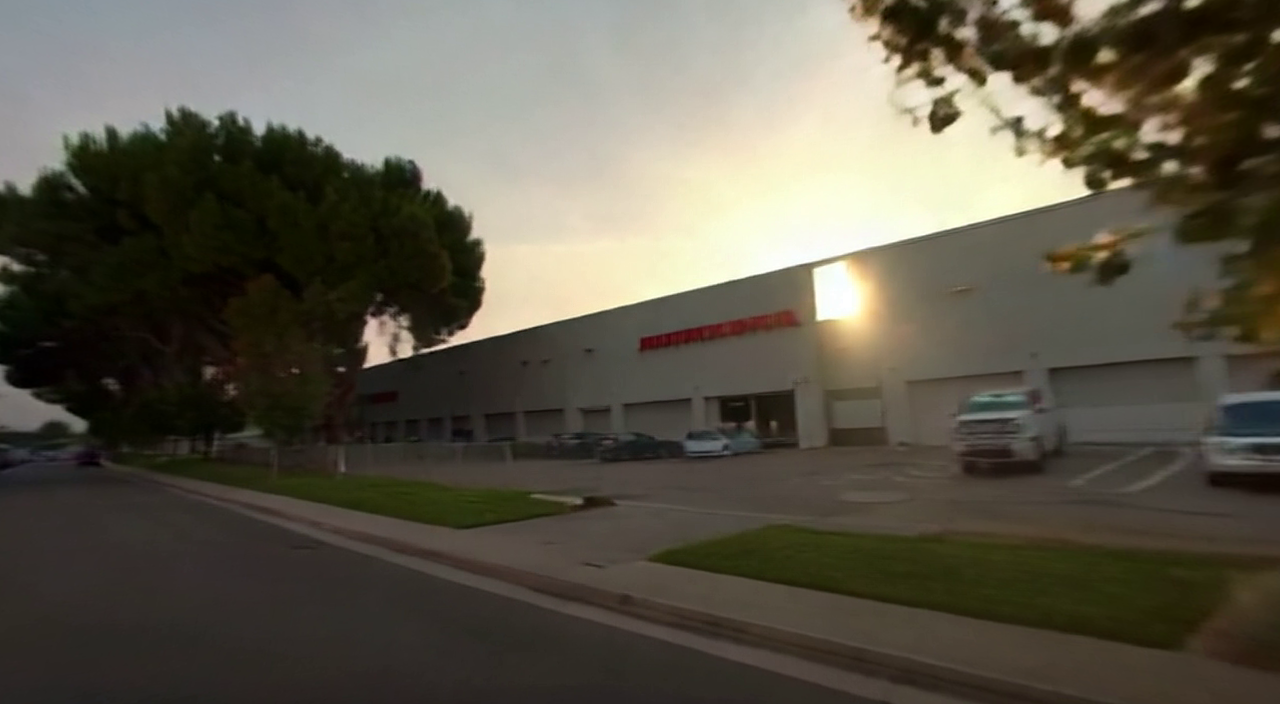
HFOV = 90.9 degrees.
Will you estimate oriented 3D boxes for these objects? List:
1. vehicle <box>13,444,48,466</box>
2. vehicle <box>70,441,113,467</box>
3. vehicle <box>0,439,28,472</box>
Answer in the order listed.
[{"bbox_3d":[-48.133,8.076,49.780,1.773,1.535,3.979,5,-9,-42],"label":"vehicle"},{"bbox_3d":[-41.194,7.606,47.289,2.091,1.859,4.194,7,-10,-43],"label":"vehicle"},{"bbox_3d":[-39.869,6.552,39.388,2.161,1.843,5.181,3,-9,-45],"label":"vehicle"}]
